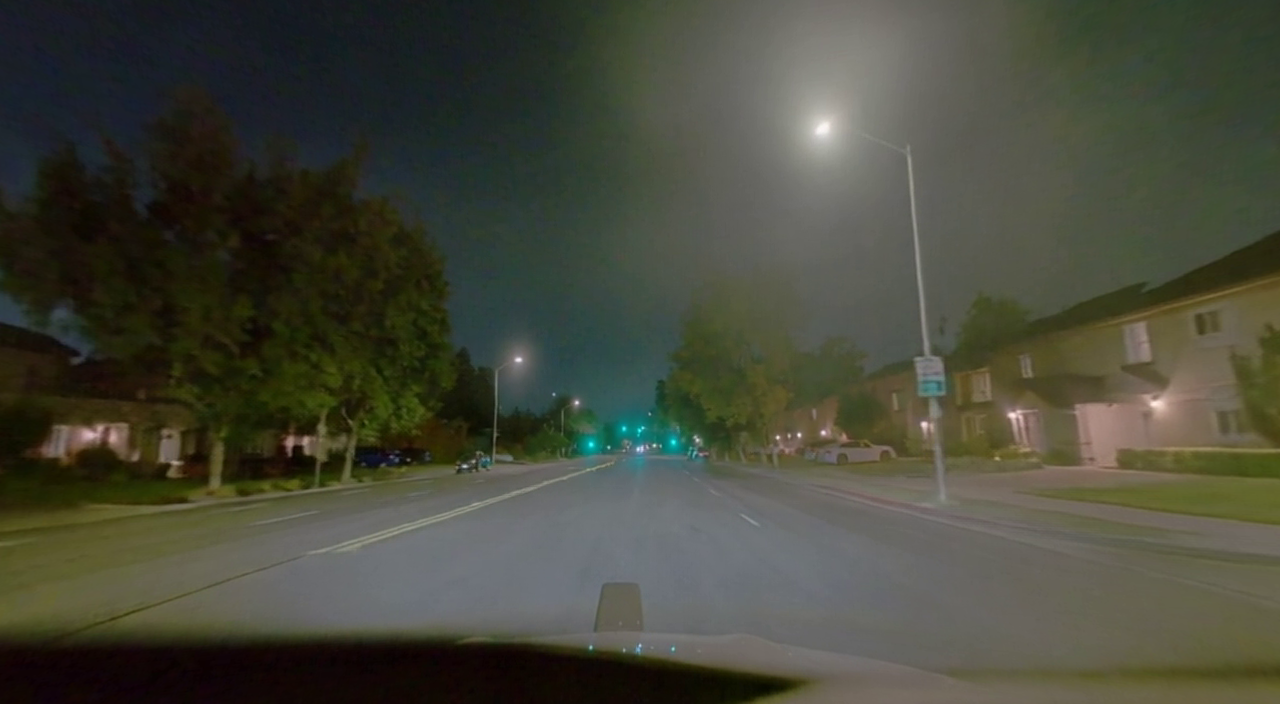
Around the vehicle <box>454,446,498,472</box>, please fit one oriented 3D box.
[{"bbox_3d":[-11.341,7.447,43.933,2.020,1.691,4.308,-1,-10,-2],"label":"vehicle"}]

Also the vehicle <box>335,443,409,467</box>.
[{"bbox_3d":[-21.108,8.112,49.863,4.830,1.857,2.183,-1,-8,2],"label":"vehicle"}]

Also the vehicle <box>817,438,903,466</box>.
[{"bbox_3d":[14.047,6.398,40.571,4.775,1.524,1.983,-3,-9,3],"label":"vehicle"}]
